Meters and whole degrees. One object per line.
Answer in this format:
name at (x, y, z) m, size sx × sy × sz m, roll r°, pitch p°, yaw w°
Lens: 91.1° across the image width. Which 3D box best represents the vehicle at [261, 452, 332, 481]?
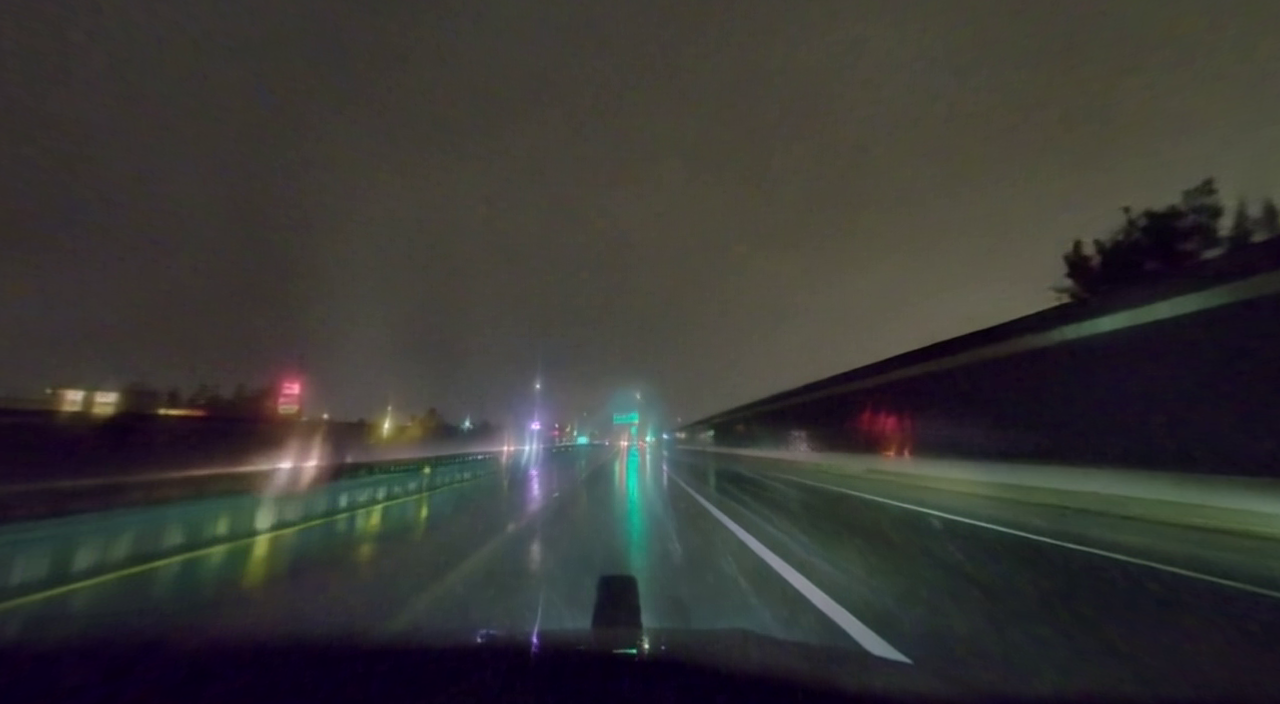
vehicle at (-20.220, 6.717, 37.211) m, size 1.889 × 1.507 × 3.951 m, roll 0°, pitch -8°, yaw 1°
